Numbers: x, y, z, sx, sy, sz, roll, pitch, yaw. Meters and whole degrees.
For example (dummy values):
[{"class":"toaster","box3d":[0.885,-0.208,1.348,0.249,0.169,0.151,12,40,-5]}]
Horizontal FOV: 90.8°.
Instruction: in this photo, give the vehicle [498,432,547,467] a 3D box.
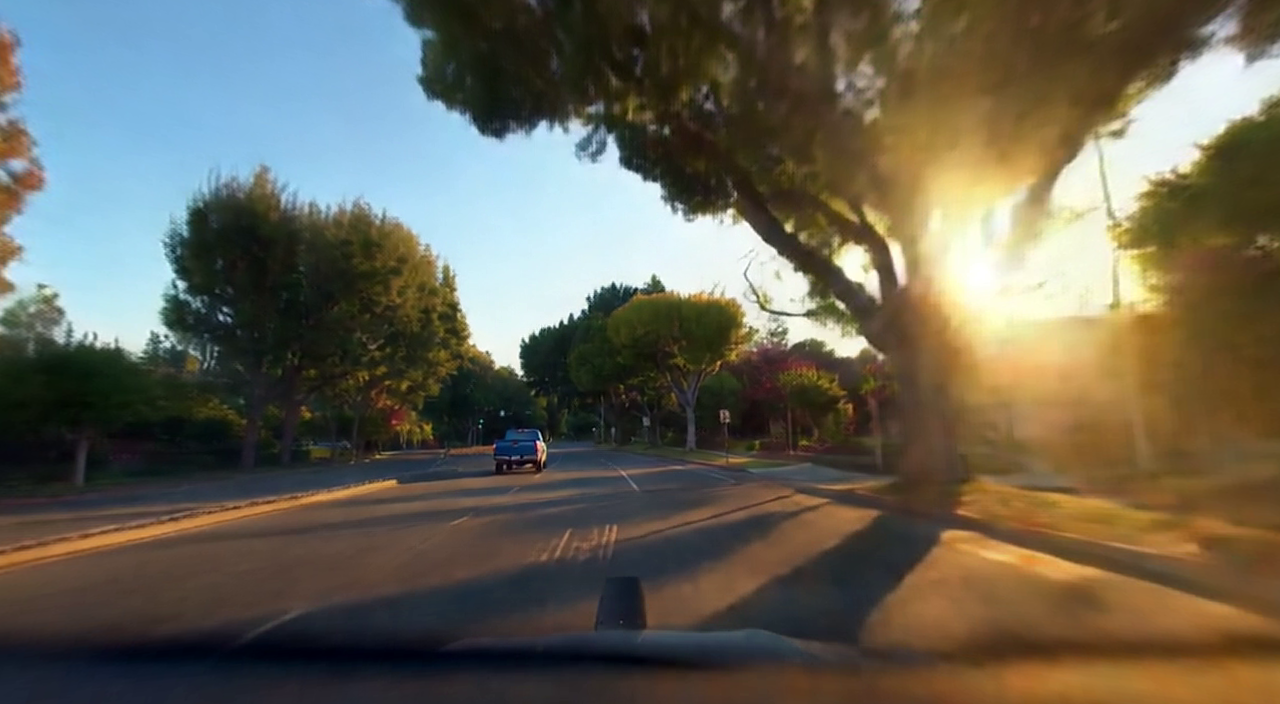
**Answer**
[{"class":"vehicle","box3d":[-6.890,5.788,37.687,2.267,1.849,6.402,1,-8,-5]}]
